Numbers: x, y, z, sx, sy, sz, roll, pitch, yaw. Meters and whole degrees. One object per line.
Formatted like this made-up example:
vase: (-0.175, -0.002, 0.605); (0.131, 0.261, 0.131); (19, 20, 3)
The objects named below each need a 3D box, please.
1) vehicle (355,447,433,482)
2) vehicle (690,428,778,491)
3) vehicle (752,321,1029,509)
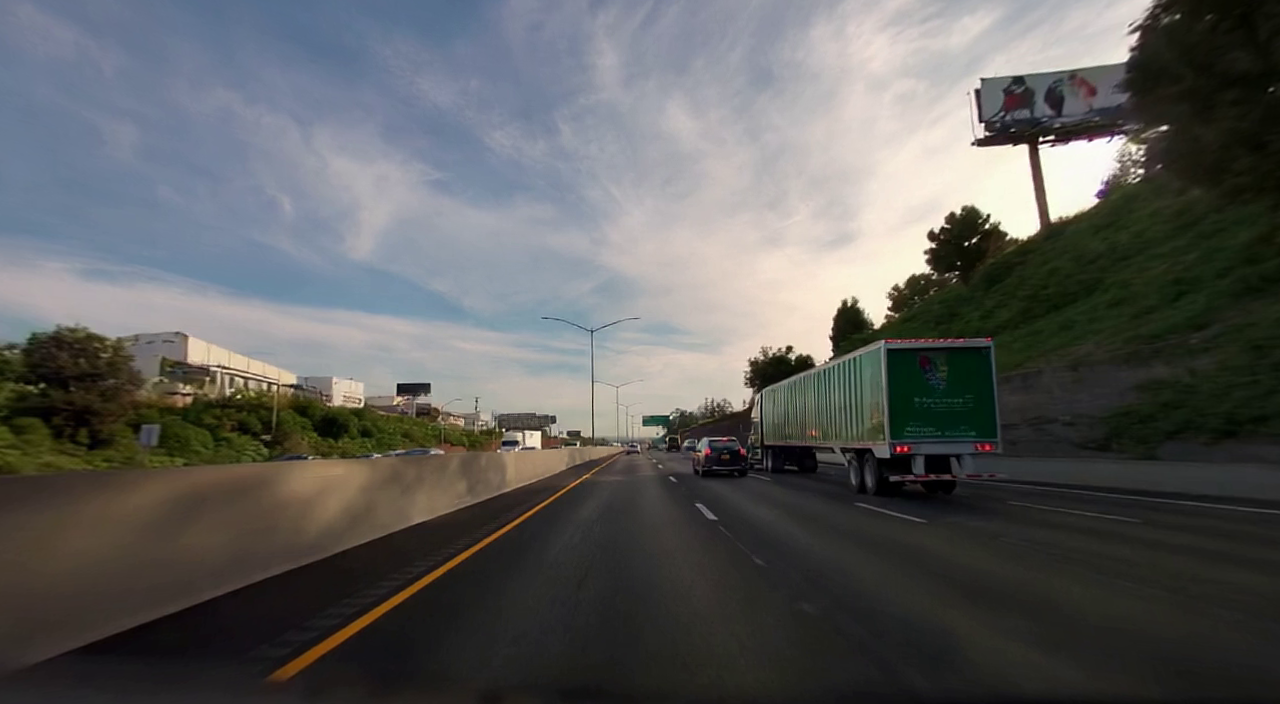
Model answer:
vehicle: (-11.214, 5.128, 29.153); (1.904, 1.438, 4.257); (0, -9, -1)
vehicle: (2.778, 3.321, 19.768); (1.973, 1.710, 4.476); (0, -9, -1)
vehicle: (6.683, 2.408, 21.007); (2.864, 4.060, 14.637); (0, -9, -2)
